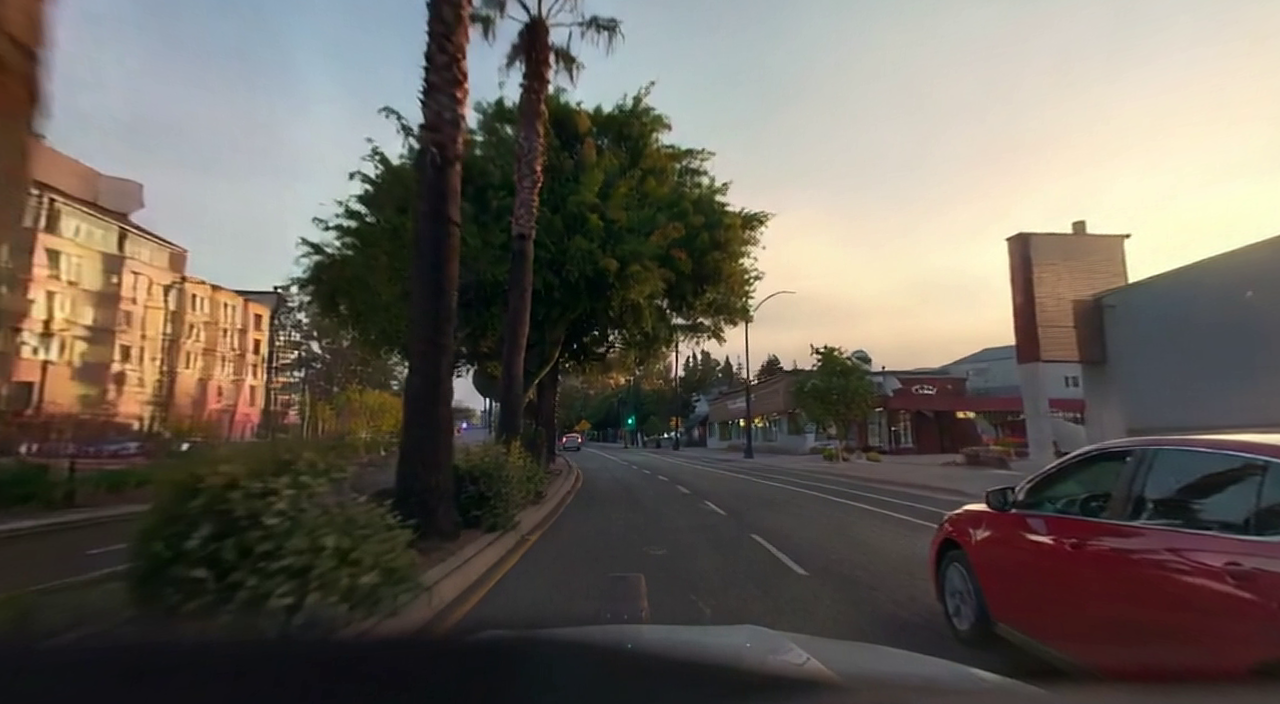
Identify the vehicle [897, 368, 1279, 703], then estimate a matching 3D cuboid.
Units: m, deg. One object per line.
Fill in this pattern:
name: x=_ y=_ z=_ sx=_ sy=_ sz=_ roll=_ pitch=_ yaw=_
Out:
vehicle: x=3.127 y=0.965 z=3.050 sx=1.867 sy=1.554 sz=4.301 roll=0 pitch=-8 yaw=-1
